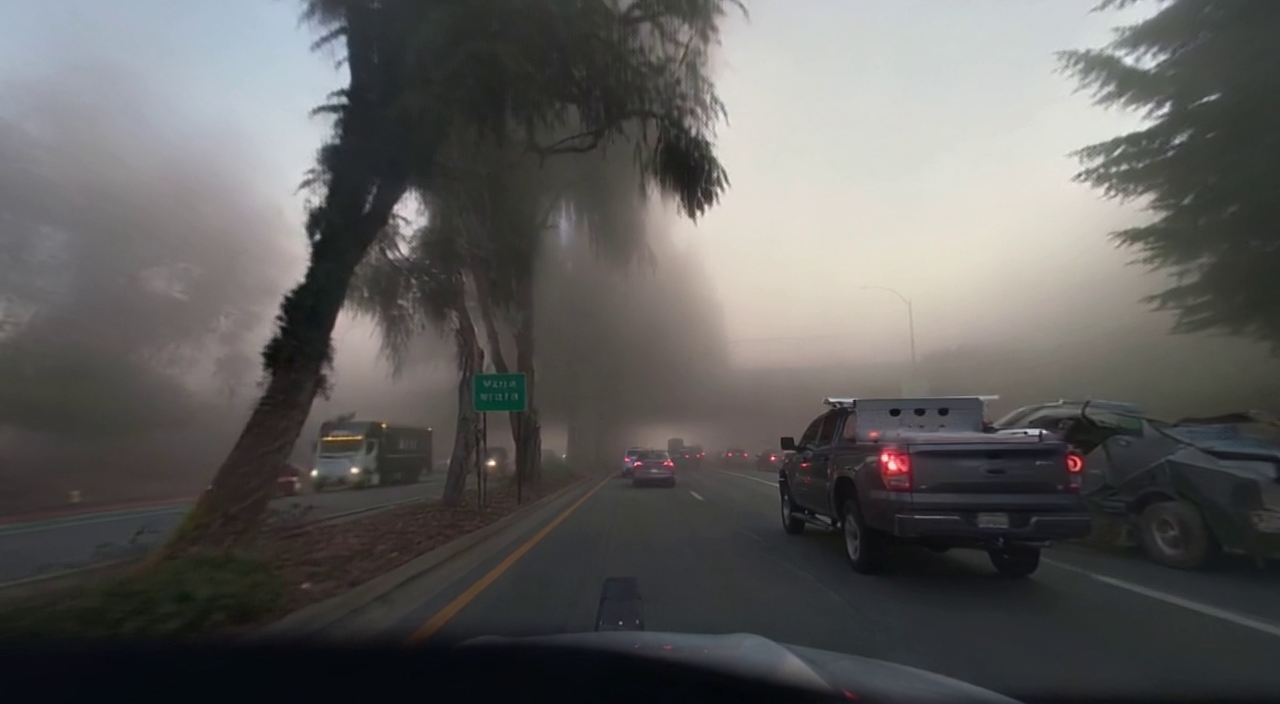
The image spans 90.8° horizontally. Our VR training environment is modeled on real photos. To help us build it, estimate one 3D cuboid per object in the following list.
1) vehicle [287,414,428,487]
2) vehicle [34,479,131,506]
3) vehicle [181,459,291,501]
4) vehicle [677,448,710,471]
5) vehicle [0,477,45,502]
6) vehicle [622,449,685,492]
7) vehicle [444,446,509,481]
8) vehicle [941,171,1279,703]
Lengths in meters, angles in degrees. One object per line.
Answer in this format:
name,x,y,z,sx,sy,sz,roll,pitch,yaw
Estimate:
vehicle,-15.793,5.672,36.693,3.206,3.617,10.684,0,-9,0
vehicle,-32.609,8.215,37.036,3.907,1.435,1.765,0,-9,-2
vehicle,-19.118,6.043,30.227,2.091,1.771,4.727,0,-9,0
vehicle,3.627,7.352,43.394,1.962,1.431,4.205,0,-9,0
vehicle,-45.135,9.770,44.733,4.067,1.637,1.836,-1,-10,-1
vehicle,0.444,4.143,22.439,2.027,1.341,3.775,0,-9,0
vehicle,-8.665,5.927,33.936,2.165,1.764,4.671,0,-9,1
vehicle,3.431,0.541,1.921,2.588,2.321,4.927,0,-9,1
